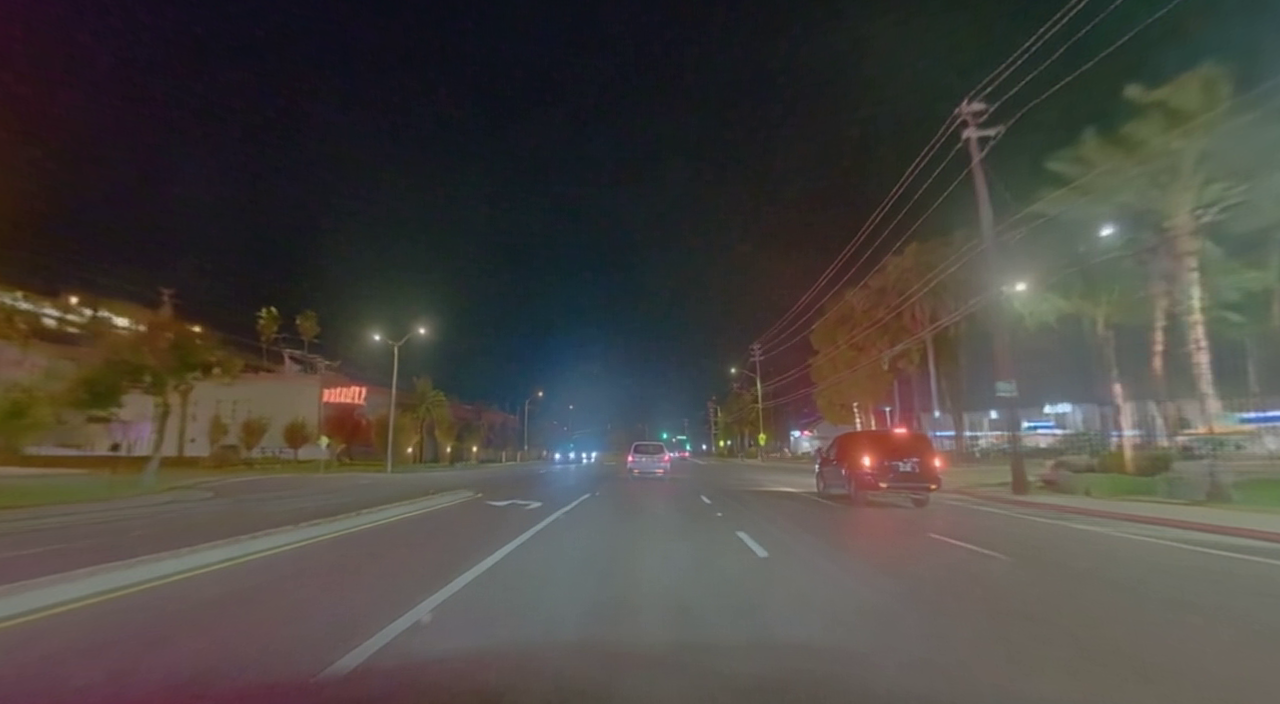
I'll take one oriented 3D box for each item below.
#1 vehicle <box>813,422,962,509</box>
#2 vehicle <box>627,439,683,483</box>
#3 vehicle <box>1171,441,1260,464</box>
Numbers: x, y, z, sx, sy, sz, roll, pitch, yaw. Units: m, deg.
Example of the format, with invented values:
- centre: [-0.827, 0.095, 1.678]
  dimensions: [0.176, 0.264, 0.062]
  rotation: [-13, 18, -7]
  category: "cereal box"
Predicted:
- centre: [6.217, 2.910, 16.514]
  dimensions: [2.107, 1.928, 4.471]
  rotation: [0, -9, 1]
  category: "vehicle"
- centre: [0.598, 4.476, 26.120]
  dimensions: [2.138, 1.672, 4.168]
  rotation: [0, -9, 1]
  category: "vehicle"
- centre: [45.619, 7.991, 49.987]
  dimensions: [4.928, 1.678, 1.971]
  rotation: [-1, -10, 1]
  category: "vehicle"
